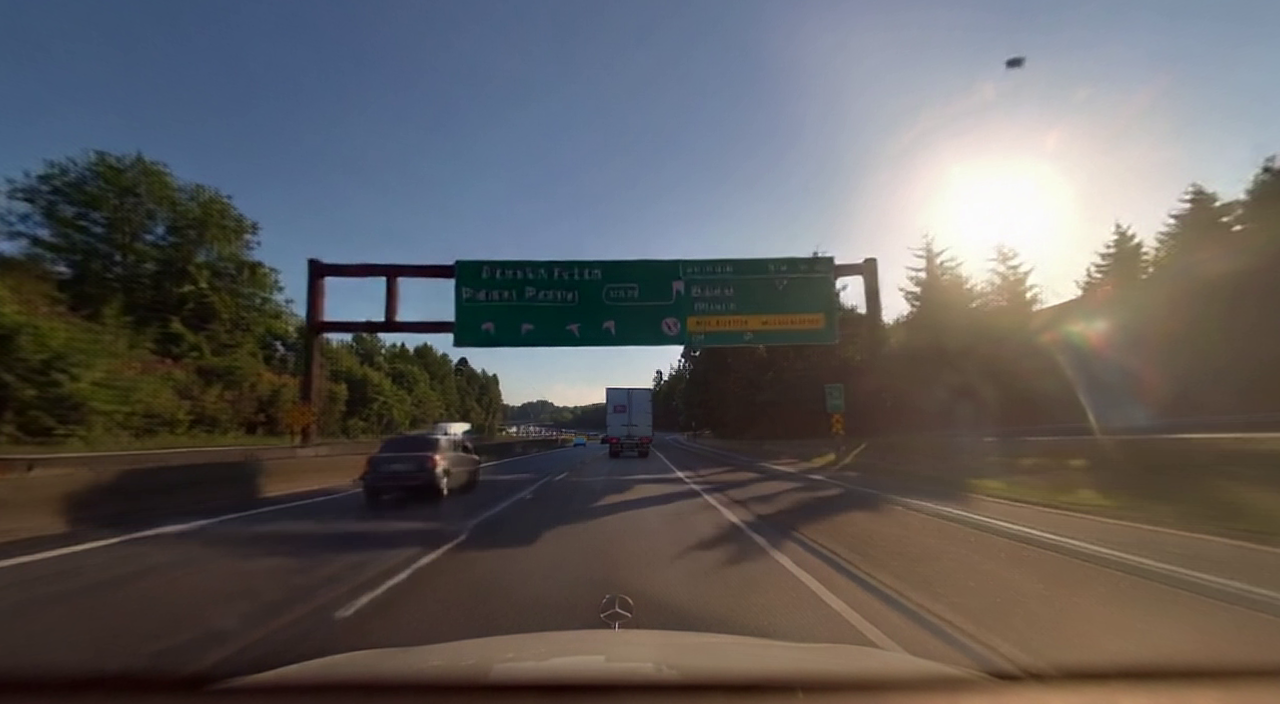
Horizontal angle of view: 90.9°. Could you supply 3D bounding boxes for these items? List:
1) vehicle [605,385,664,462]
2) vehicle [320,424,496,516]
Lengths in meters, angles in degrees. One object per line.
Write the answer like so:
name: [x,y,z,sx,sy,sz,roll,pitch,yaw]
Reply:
vehicle: [-0.396,4.022,34.750,2.855,3.741,8.587,0,-8,-2]
vehicle: [-4.242,2.196,12.315,1.931,1.479,4.083,0,-8,-1]
